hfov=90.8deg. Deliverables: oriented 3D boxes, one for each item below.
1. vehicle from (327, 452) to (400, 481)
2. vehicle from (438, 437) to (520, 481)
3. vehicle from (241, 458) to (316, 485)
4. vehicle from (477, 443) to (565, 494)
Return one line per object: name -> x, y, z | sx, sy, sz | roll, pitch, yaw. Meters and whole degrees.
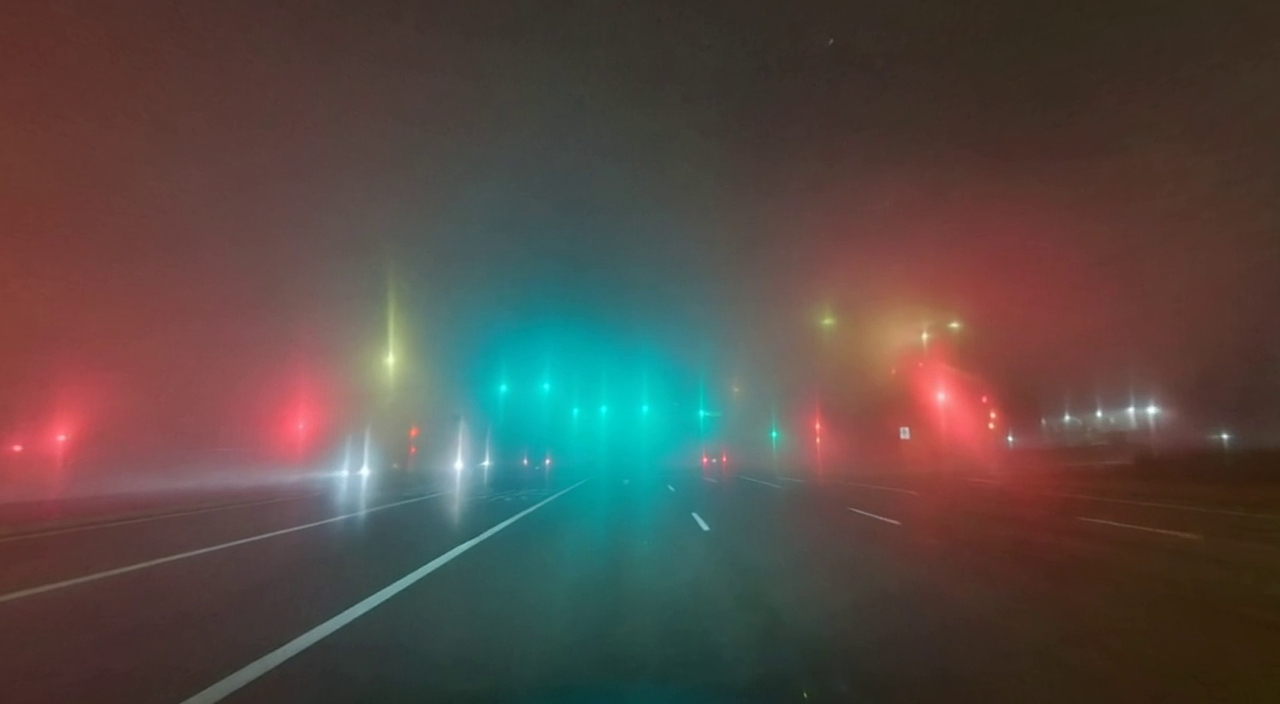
vehicle -> -15.840, 6.558, 36.481 | 1.971, 1.548, 4.907 | 0, -9, 1
vehicle -> -7.197, 4.850, 28.948 | 2.185, 1.810, 5.589 | 0, -8, 1
vehicle -> -22.512, 7.408, 39.538 | 1.863, 1.477, 4.730 | 0, -9, 1
vehicle -> -3.726, 3.732, 20.658 | 2.018, 1.463, 4.603 | 0, -9, 0
